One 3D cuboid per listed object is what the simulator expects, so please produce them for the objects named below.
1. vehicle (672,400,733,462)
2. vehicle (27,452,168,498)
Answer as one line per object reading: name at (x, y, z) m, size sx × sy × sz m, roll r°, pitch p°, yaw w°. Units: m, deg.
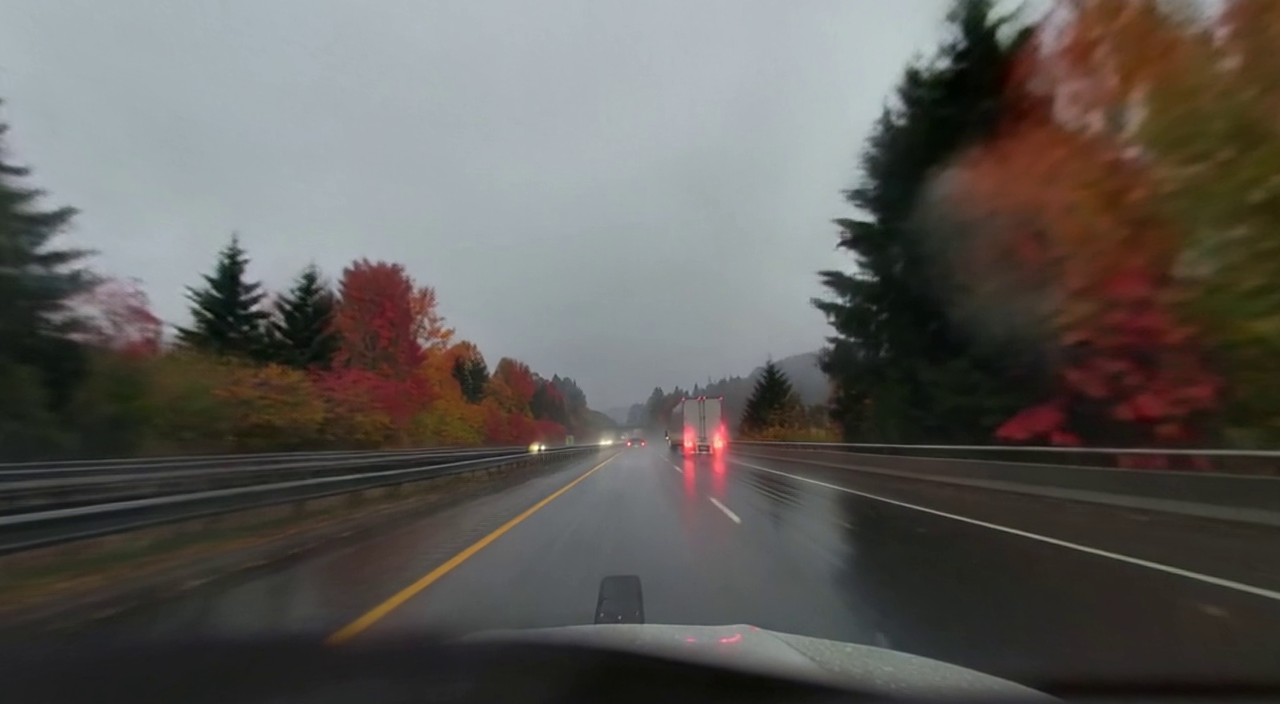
vehicle at (4.174, 5.615, 44.253) m, size 3.348 × 3.847 × 8.908 m, roll 0°, pitch -8°, yaw 0°
vehicle at (-20.427, 4.618, 23.904) m, size 1.785 × 1.490 × 4.013 m, roll 0°, pitch -8°, yaw -1°
